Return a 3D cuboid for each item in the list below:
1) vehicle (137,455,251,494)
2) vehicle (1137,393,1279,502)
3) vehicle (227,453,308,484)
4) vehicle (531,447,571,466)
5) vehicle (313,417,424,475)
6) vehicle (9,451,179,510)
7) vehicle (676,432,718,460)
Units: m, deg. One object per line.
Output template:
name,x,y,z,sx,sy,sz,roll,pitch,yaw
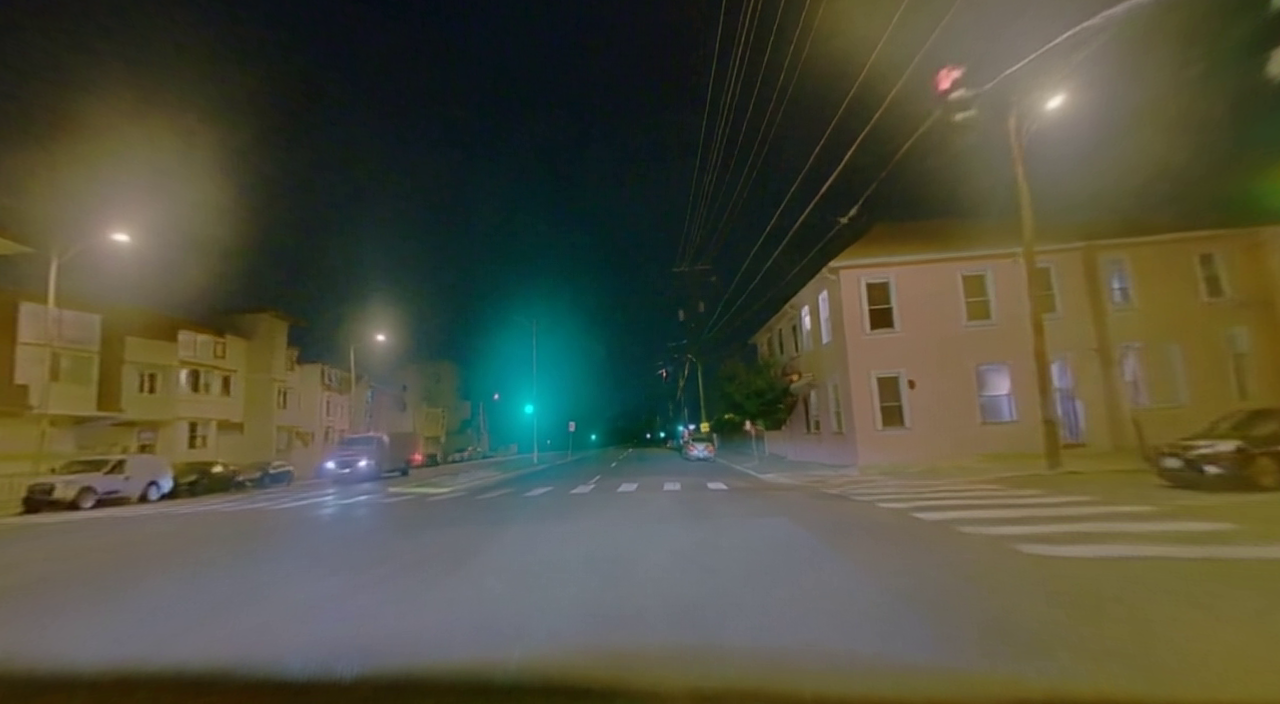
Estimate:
vehicle,-19.261,5.290,27.526,1.751,1.487,4.514,0,-9,-1
vehicle,11.956,1.520,10.912,4.816,1.501,2.296,-2,-1,1
vehicle,-19.127,5.985,32.548,1.672,1.428,4.062,0,-9,0
vehicle,-5.901,6.915,41.968,1.925,1.016,2.951,-3,-6,6
vehicle,-16.057,5.701,38.132,2.979,3.071,7.978,-1,-9,1
vehicle,-19.320,4.497,22.653,2.071,1.840,4.528,0,-9,-1
vehicle,3.142,5.330,35.714,1.986,1.491,4.500,0,-9,0
